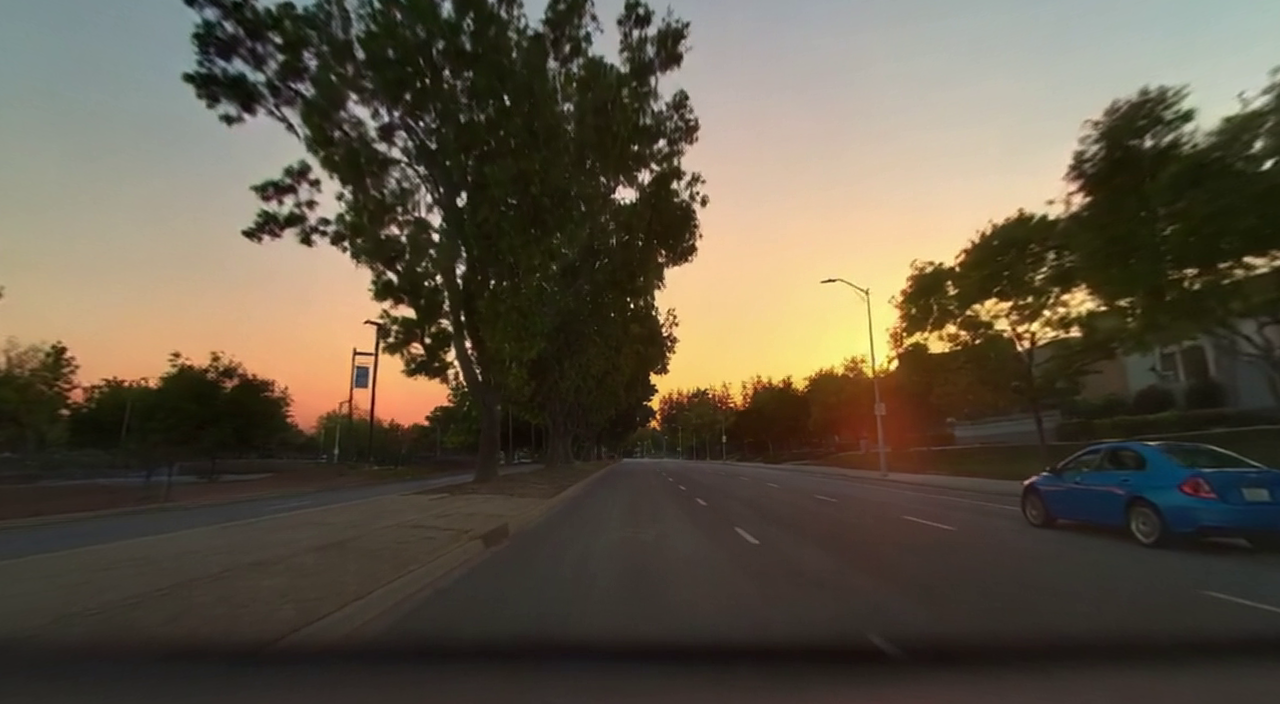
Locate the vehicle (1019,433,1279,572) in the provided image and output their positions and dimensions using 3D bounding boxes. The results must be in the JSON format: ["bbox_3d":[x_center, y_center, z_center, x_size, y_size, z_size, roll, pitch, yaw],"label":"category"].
[{"bbox_3d":[7.272,1.923,8.772,1.797,1.518,3.433,0,-8,-1],"label":"vehicle"}]
